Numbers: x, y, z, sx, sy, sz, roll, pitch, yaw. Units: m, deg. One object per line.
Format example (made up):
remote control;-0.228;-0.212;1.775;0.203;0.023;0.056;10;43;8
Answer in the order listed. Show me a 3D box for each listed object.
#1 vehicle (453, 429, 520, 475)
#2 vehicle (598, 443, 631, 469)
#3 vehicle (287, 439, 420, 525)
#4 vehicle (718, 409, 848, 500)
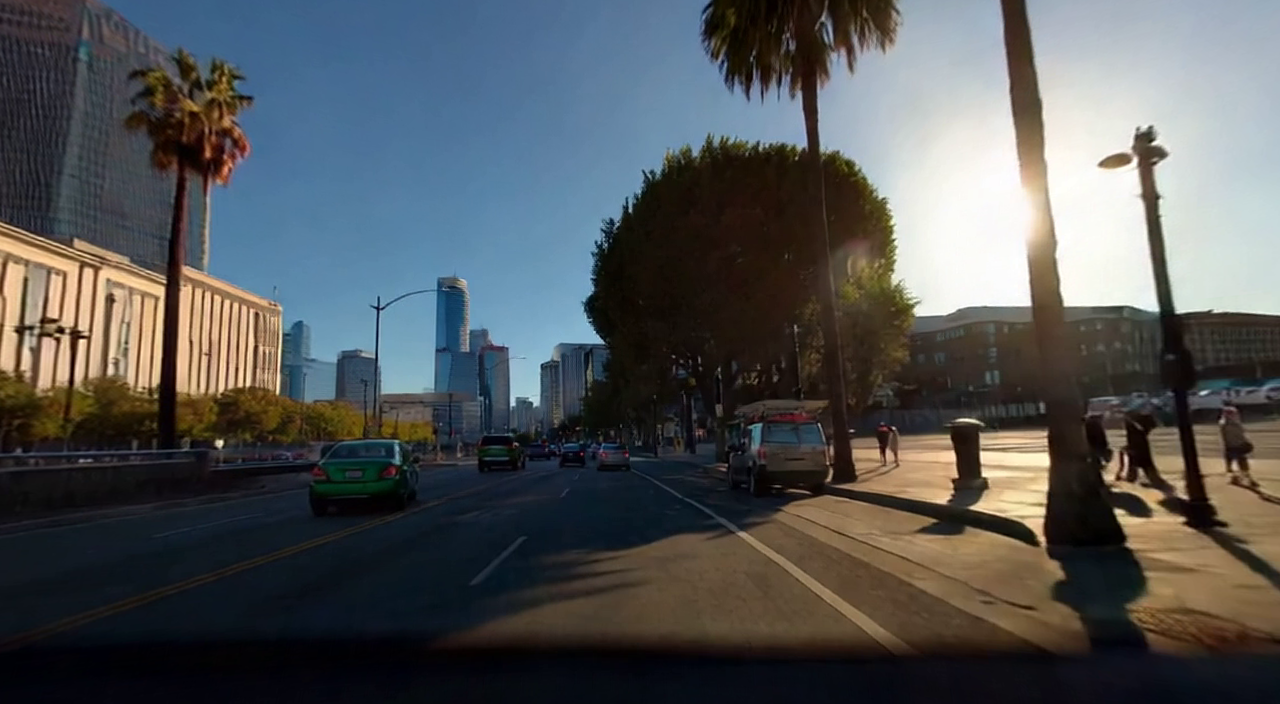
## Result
vehicle;-7.342;4.852;30.762;2.164;2.047;5.455;0;-9;-3
vehicle;-1.662;6.522;39.696;1.972;1.473;4.000;0;-9;-4
vehicle;-5.905;2.659;13.573;1.930;1.477;4.657;2;-9;-17
vehicle;3.751;2.835;17.705;2.126;2.167;5.098;0;-9;-4
